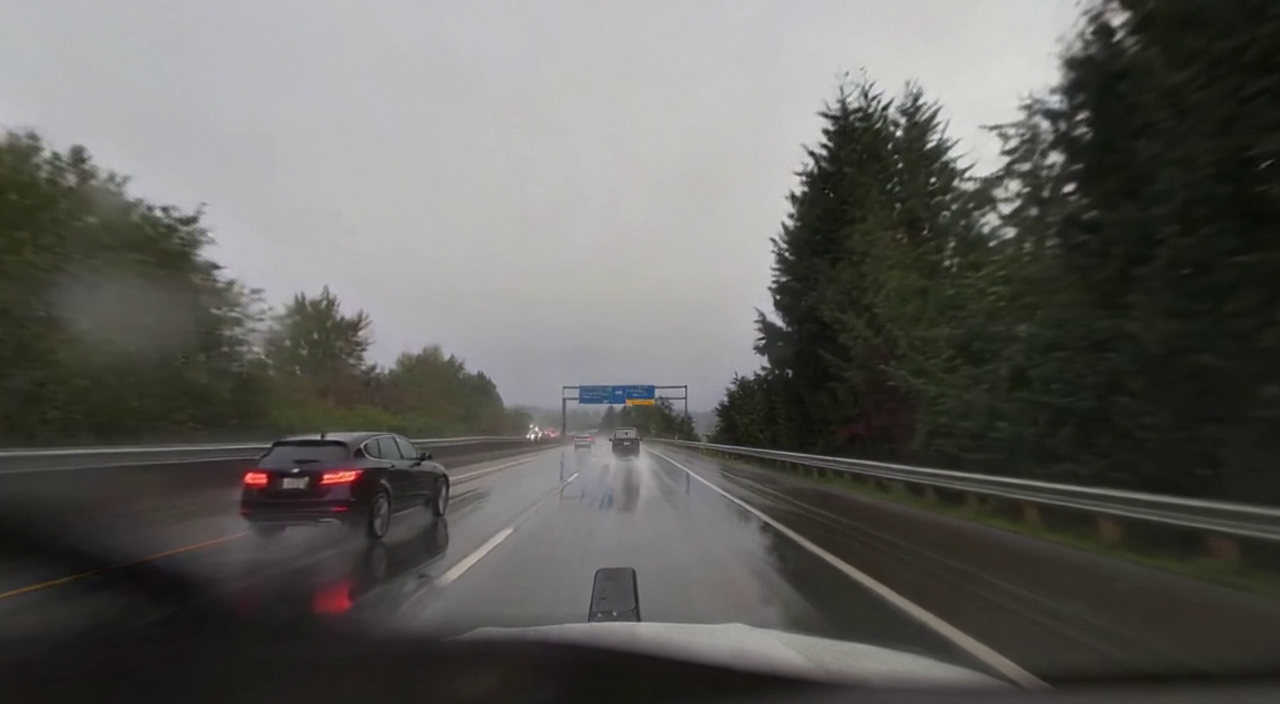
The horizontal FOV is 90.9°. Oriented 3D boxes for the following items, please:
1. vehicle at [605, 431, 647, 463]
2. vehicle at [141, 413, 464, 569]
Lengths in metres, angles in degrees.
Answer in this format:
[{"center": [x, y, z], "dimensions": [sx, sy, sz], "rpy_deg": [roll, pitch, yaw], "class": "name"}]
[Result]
[{"center": [-0.771, 5.124, 34.317], "dimensions": [2.162, 1.616, 4.242], "rpy_deg": [0, -8, -2], "class": "vehicle"}, {"center": [-3.912, 1.655, 8.355], "dimensions": [1.975, 1.518, 4.242], "rpy_deg": [0, -8, -1], "class": "vehicle"}]
